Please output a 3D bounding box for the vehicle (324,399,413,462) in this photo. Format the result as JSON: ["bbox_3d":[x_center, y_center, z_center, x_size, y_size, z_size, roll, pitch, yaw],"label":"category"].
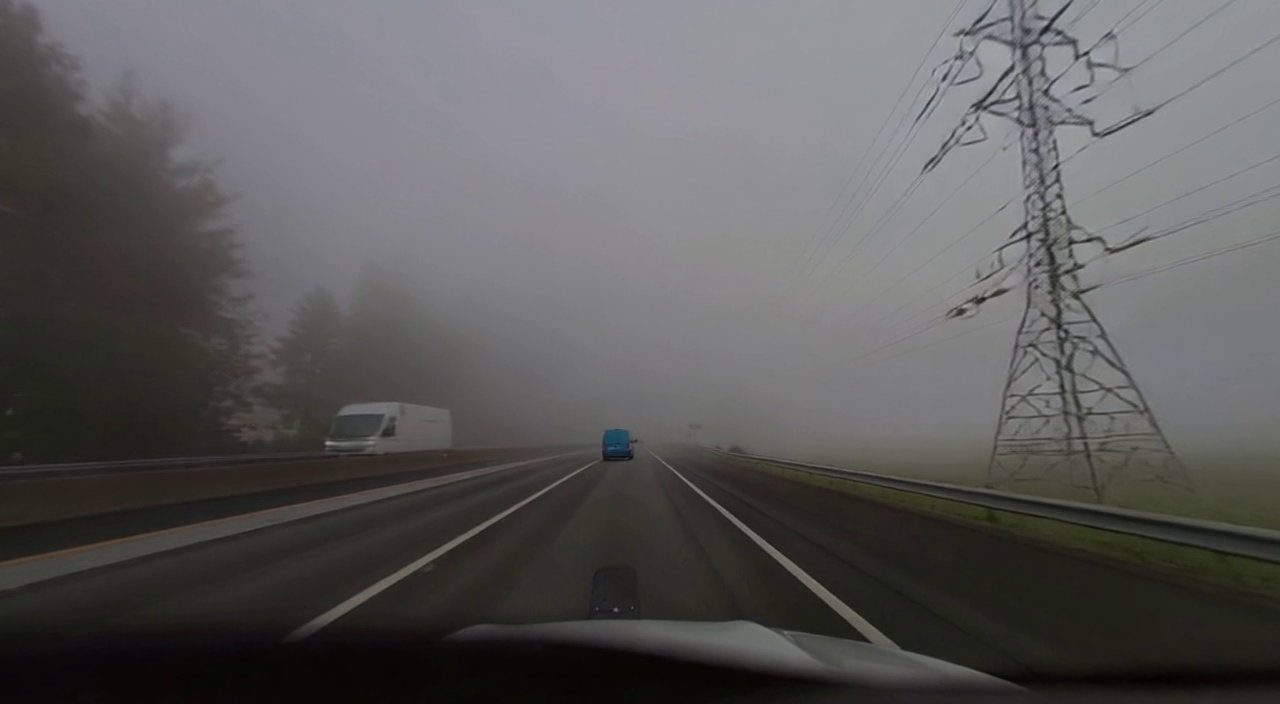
[{"bbox_3d":[-17.233,5.096,40.502,2.996,3.754,5.848,0,-8,0],"label":"vehicle"}]

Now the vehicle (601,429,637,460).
[{"bbox_3d":[-1.290,5.929,40.356,2.041,1.856,4.353,0,-8,1],"label":"vehicle"}]
